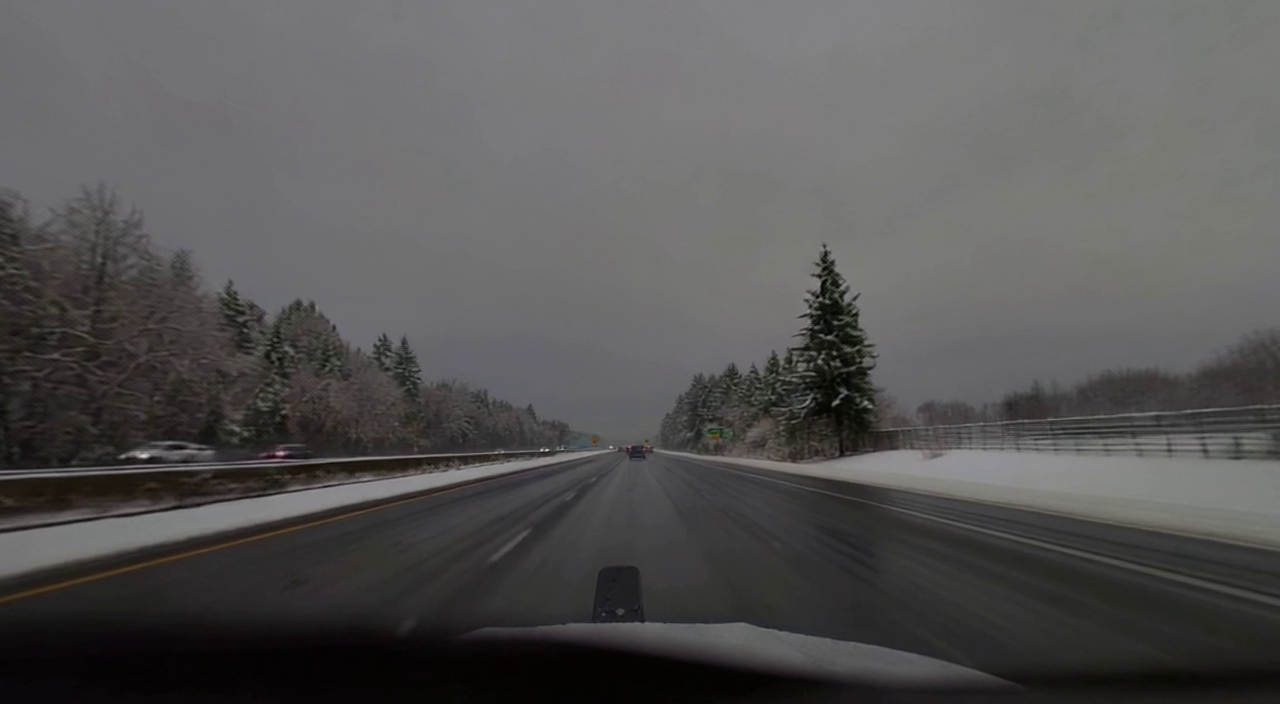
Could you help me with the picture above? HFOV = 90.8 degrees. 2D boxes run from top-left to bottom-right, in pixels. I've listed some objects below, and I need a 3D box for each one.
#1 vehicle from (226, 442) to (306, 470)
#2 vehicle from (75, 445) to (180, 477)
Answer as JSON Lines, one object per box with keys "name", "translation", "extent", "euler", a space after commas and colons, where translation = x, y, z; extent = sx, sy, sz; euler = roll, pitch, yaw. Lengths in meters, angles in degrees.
{"name": "vehicle", "translation": [-28.654, 7.961, 48.719], "extent": [2.415, 2.004, 6.194], "euler": [0, -9, 0]}
{"name": "vehicle", "translation": [-32.439, 6.898, 40.258], "extent": [2.134, 1.887, 5.345], "euler": [0, -9, 0]}
